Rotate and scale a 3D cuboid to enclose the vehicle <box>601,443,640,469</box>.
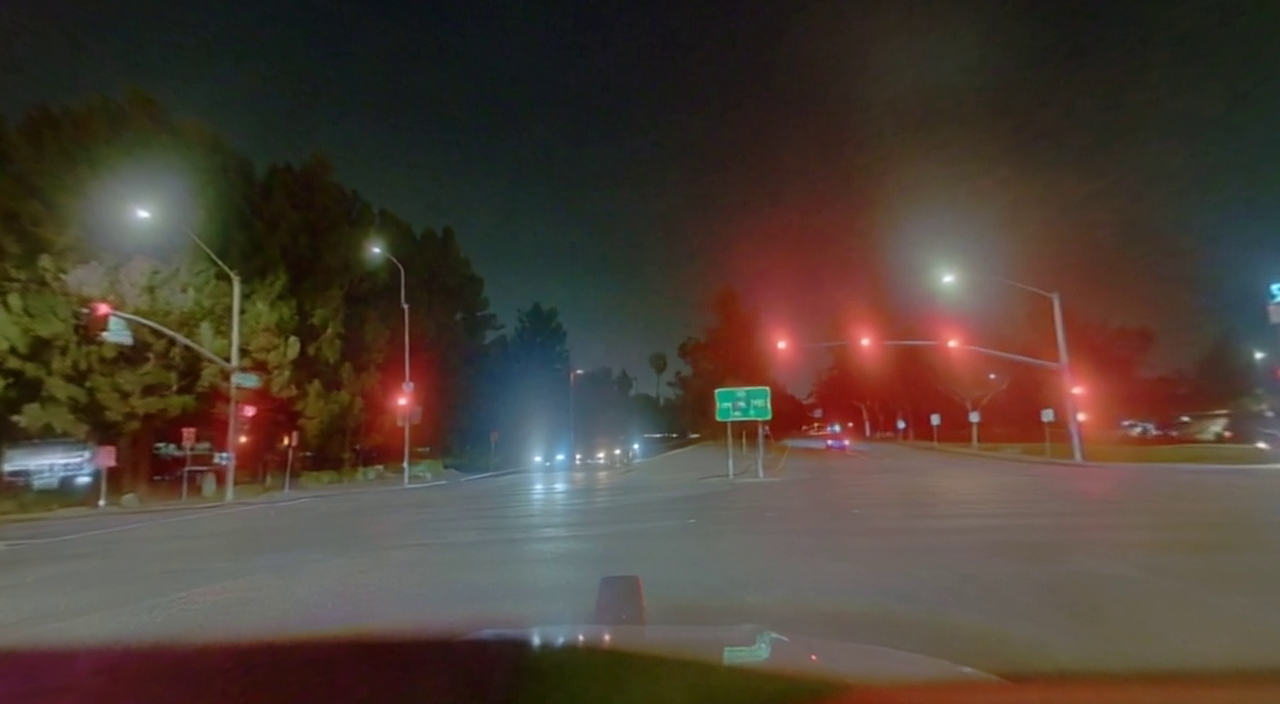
[{"bbox_3d":[-1.211,6.661,40.556,1.920,1.546,4.086,-1,-9,7],"label":"vehicle"}]

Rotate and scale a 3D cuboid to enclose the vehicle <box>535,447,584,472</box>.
[{"bbox_3d":[-5.037,6.800,40.003,2.111,1.499,4.371,-1,-9,6],"label":"vehicle"}]
